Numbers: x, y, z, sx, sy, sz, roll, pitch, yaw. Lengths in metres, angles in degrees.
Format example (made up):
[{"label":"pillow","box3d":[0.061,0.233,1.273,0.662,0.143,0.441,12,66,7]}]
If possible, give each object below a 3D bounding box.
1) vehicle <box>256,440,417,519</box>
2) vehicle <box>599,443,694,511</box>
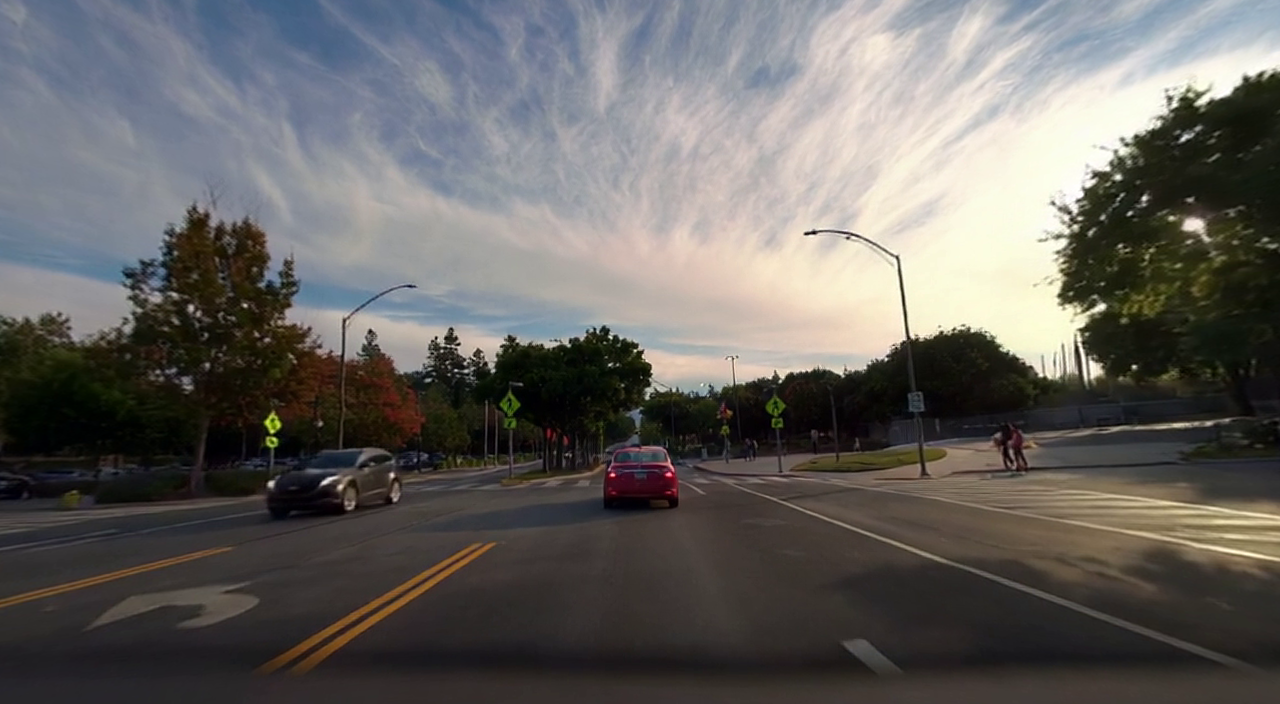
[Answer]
[{"label":"vehicle","box3d":[-8.470,3.556,18.331,2.179,1.933,5.034,0,-9,0]},{"label":"vehicle","box3d":[0.084,3.277,17.093,2.221,1.570,4.398,0,-9,-2]}]
